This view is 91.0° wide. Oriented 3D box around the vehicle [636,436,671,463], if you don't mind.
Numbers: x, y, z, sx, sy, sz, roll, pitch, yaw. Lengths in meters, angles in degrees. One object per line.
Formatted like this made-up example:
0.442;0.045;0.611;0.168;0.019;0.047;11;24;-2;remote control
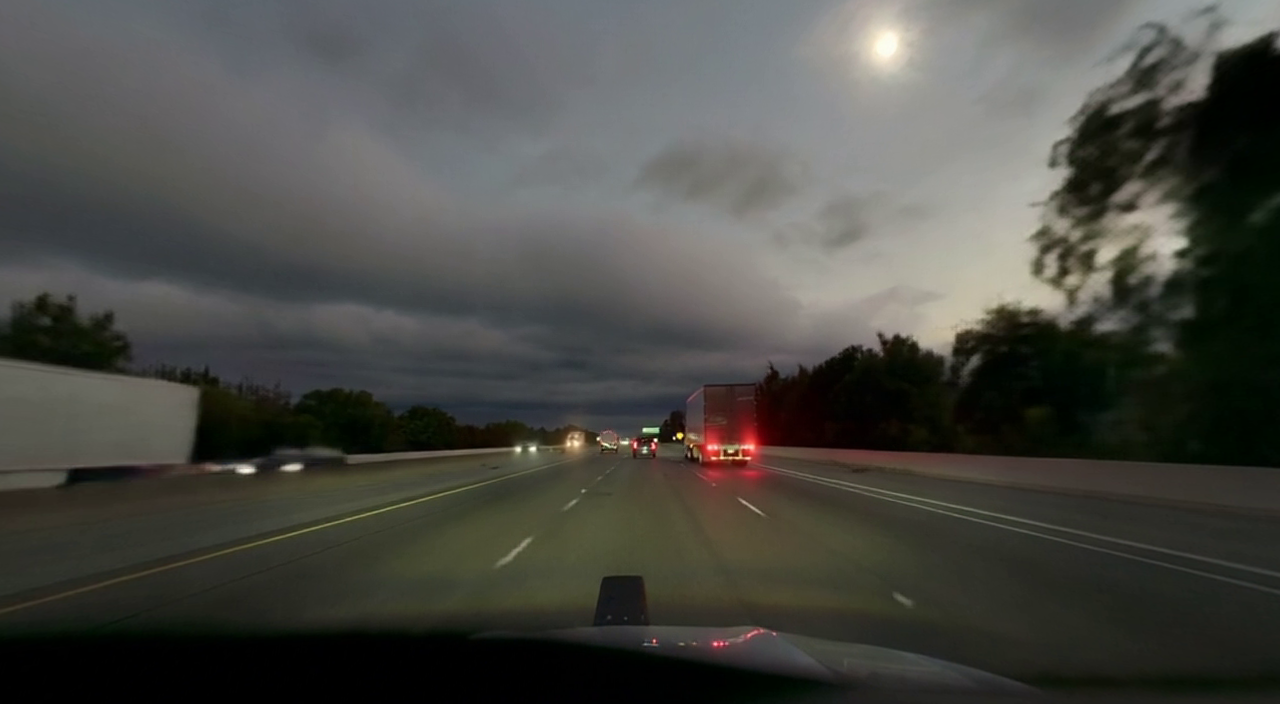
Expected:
0.822;6.181;40.040;2.139;1.607;4.034;0;-8;0;vehicle

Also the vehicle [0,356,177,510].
-18.611;2.586;19.704;2.938;4.072;6.513;0;-8;1;vehicle

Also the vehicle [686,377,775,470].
4.571;4.194;35.443;3.005;4.131;14.221;0;-8;0;vehicle

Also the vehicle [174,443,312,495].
-13.723;4.026;22.154;1.935;1.585;4.549;0;-8;-1;vehicle
